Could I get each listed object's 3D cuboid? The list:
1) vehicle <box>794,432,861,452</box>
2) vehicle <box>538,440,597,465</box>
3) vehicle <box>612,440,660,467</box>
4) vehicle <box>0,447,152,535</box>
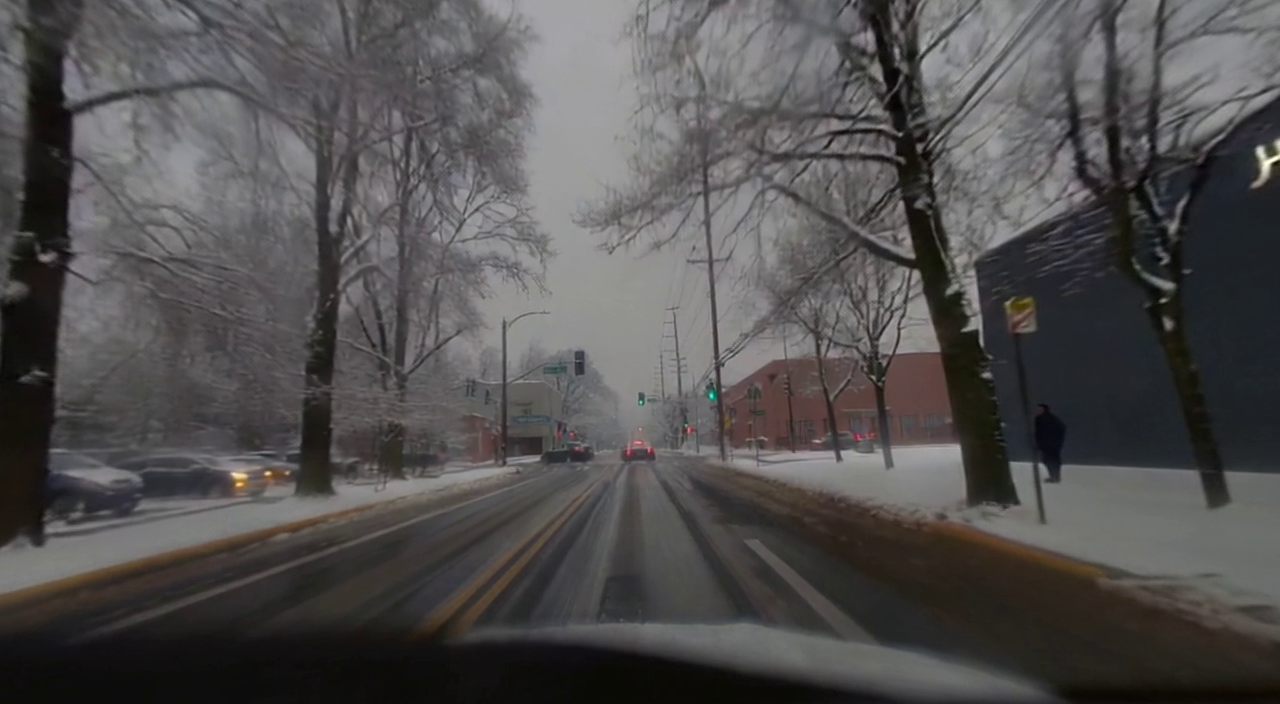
[{"bbox_3d":[14.552,6.983,49.213,4.632,1.484,1.907,0,-8,0],"label":"vehicle"},{"bbox_3d":[-5.564,7.645,48.259,4.472,1.736,1.874,-6,-10,38],"label":"vehicle"},{"bbox_3d":[-0.323,6.011,37.592,2.118,1.478,4.624,2,-8,-10],"label":"vehicle"},{"bbox_3d":[-13.198,2.837,13.216,4.294,1.634,1.972,0,-8,1],"label":"vehicle"}]
